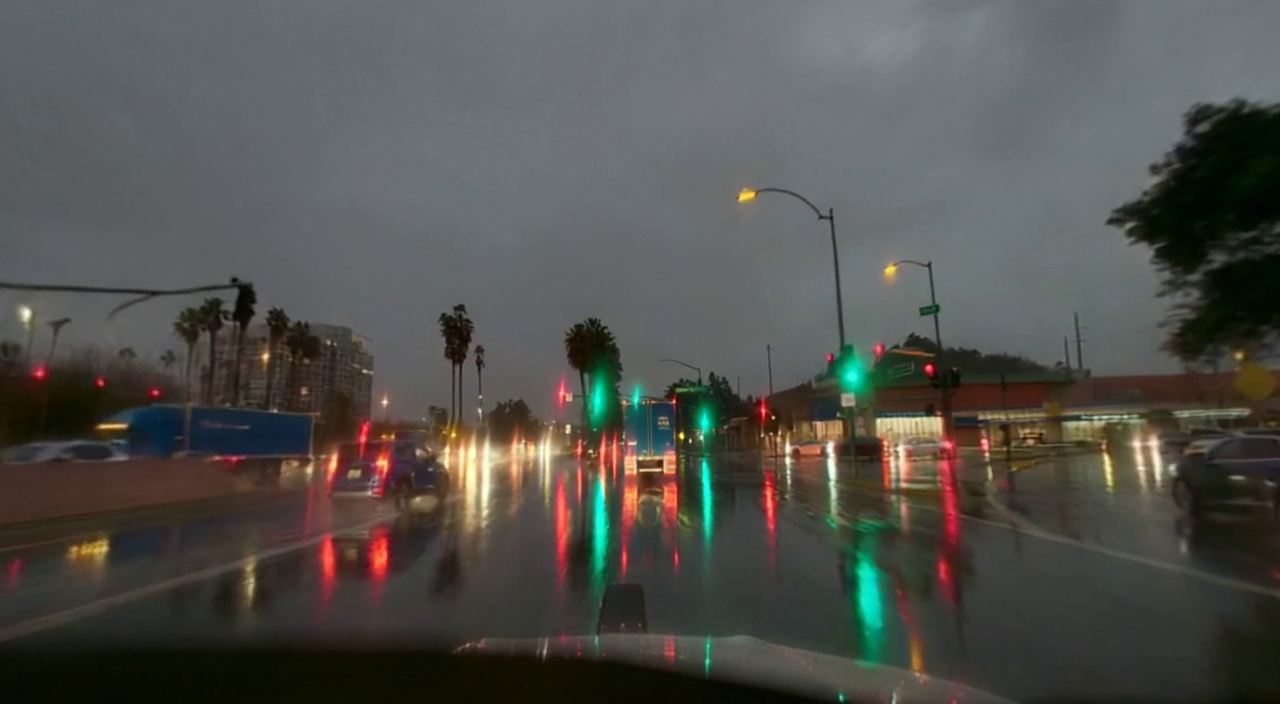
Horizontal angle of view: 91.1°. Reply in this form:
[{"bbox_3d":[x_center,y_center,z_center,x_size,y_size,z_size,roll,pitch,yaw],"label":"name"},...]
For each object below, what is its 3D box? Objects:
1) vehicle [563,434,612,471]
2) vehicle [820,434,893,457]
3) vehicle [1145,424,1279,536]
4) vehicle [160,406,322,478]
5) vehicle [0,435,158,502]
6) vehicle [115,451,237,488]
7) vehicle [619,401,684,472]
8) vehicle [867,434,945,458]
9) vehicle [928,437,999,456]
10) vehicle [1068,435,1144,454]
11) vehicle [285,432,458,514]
[{"bbox_3d":[-2.794,5.475,34.376,2.178,1.826,4.933,0,-8,1],"label":"vehicle"},{"bbox_3d":[17.173,7.436,49.993,5.039,1.744,2.043,0,-9,0],"label":"vehicle"},{"bbox_3d":[9.851,1.842,9.200,1.961,1.502,4.541,-2,-9,14],"label":"vehicle"},{"bbox_3d":[-25.010,5.814,40.524,3.017,3.971,11.161,0,-8,0],"label":"vehicle"},{"bbox_3d":[-18.173,3.639,20.059,2.032,1.885,4.303,0,-8,0],"label":"vehicle"},{"bbox_3d":[-21.170,5.352,28.941,1.963,1.507,4.713,0,-9,1],"label":"vehicle"},{"bbox_3d":[0.593,4.388,32.347,2.993,3.235,6.692,0,-8,1],"label":"vehicle"},{"bbox_3d":[19.649,6.989,46.541,4.831,1.529,1.966,-3,-10,0],"label":"vehicle"},{"bbox_3d":[25.616,7.473,49.782,4.506,1.484,1.928,0,-9,0],"label":"vehicle"},{"bbox_3d":[36.713,7.293,49.520,4.337,1.487,1.949,0,-9,1],"label":"vehicle"},{"bbox_3d":[-6.135,2.803,15.119,2.045,1.630,4.680,0,-8,0],"label":"vehicle"}]
